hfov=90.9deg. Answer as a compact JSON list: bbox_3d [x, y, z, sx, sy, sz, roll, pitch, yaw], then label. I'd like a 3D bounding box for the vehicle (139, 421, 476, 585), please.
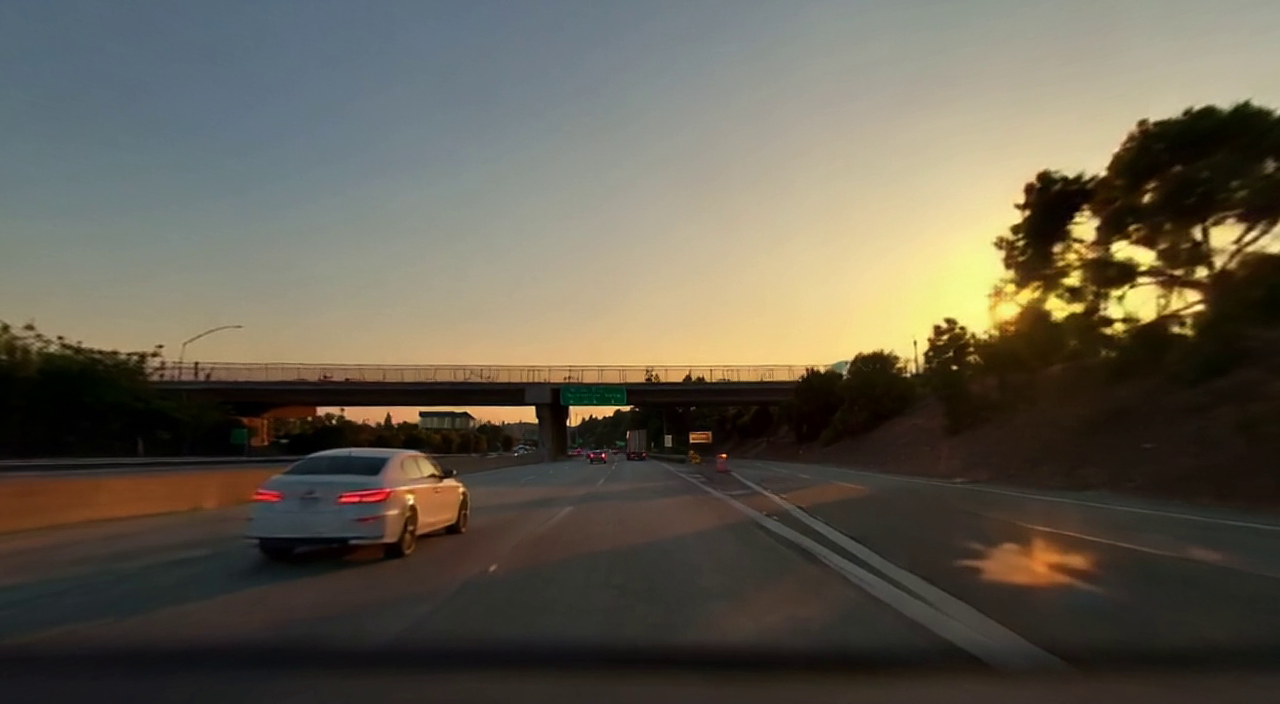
[{"bbox_3d":[-3.763,1.789,8.220,2.070,1.564,4.145,0,-9,1],"label":"vehicle"}]
